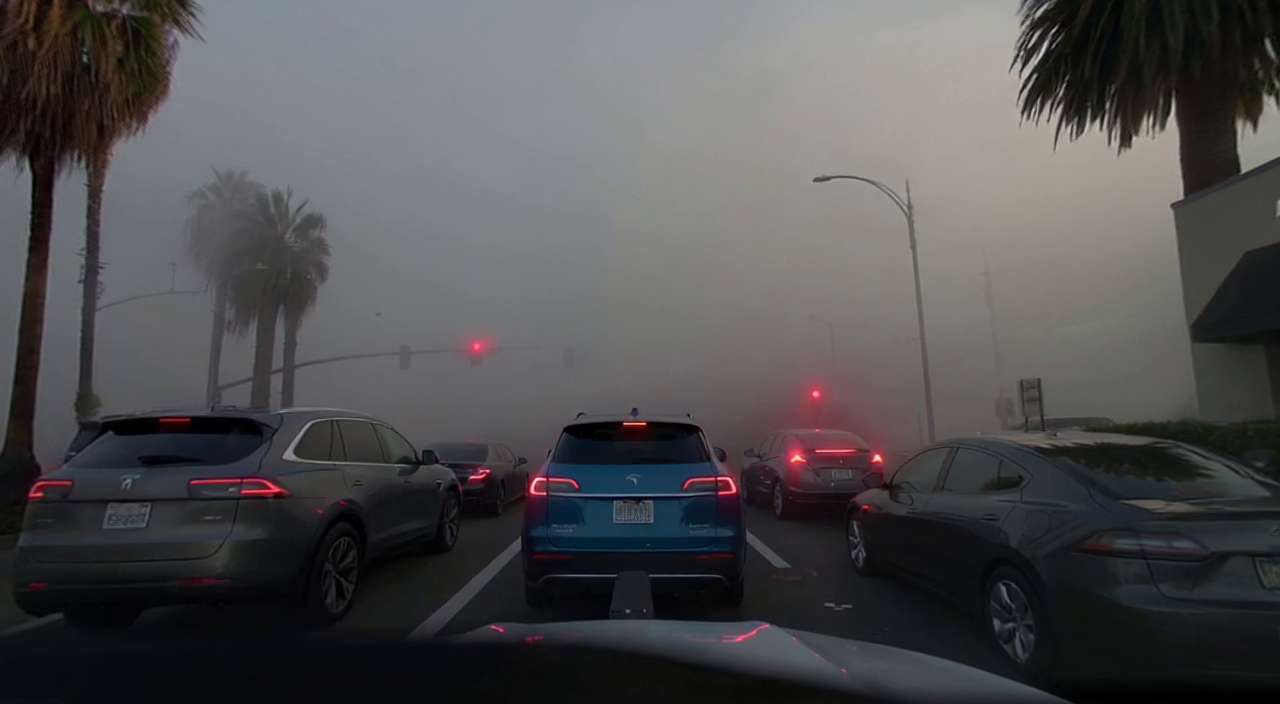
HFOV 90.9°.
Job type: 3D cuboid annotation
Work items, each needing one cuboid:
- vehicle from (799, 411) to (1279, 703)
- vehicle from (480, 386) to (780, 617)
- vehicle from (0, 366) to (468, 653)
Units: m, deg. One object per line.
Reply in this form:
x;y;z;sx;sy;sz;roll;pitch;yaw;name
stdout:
2.965;1.367;5.248;2.017;1.491;4.611;0;-8;-1;vehicle
-0.134;1.460;7.062;2.280;1.747;4.361;0;-8;-2;vehicle
-3.341;1.279;6.126;2.014;1.755;4.360;0;-8;1;vehicle
